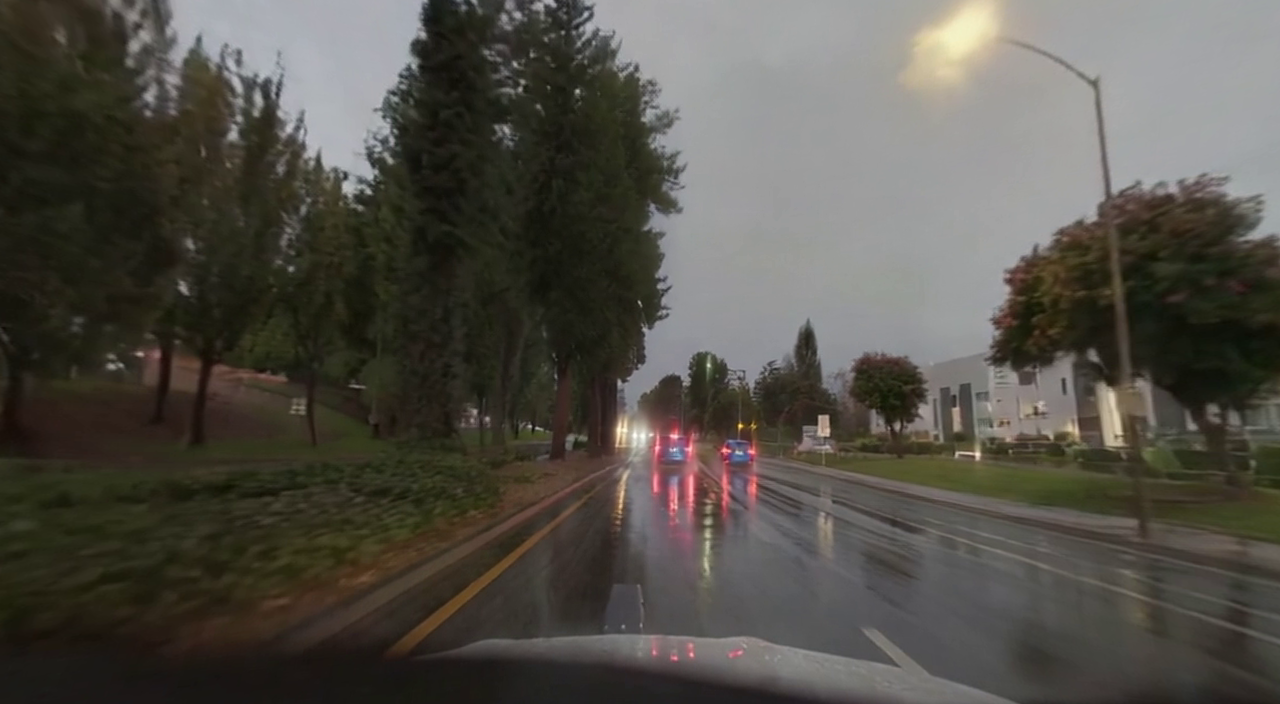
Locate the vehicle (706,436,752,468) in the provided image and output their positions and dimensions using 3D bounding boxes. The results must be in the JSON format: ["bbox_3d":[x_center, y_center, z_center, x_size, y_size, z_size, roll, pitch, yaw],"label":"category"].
[{"bbox_3d":[4.835,5.477,34.529,1.971,1.663,4.287,0,-8,1],"label":"vehicle"}]

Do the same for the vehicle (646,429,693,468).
[{"bbox_3d":[1.448,4.907,31.987,2.251,1.822,4.391,0,-8,1],"label":"vehicle"}]
